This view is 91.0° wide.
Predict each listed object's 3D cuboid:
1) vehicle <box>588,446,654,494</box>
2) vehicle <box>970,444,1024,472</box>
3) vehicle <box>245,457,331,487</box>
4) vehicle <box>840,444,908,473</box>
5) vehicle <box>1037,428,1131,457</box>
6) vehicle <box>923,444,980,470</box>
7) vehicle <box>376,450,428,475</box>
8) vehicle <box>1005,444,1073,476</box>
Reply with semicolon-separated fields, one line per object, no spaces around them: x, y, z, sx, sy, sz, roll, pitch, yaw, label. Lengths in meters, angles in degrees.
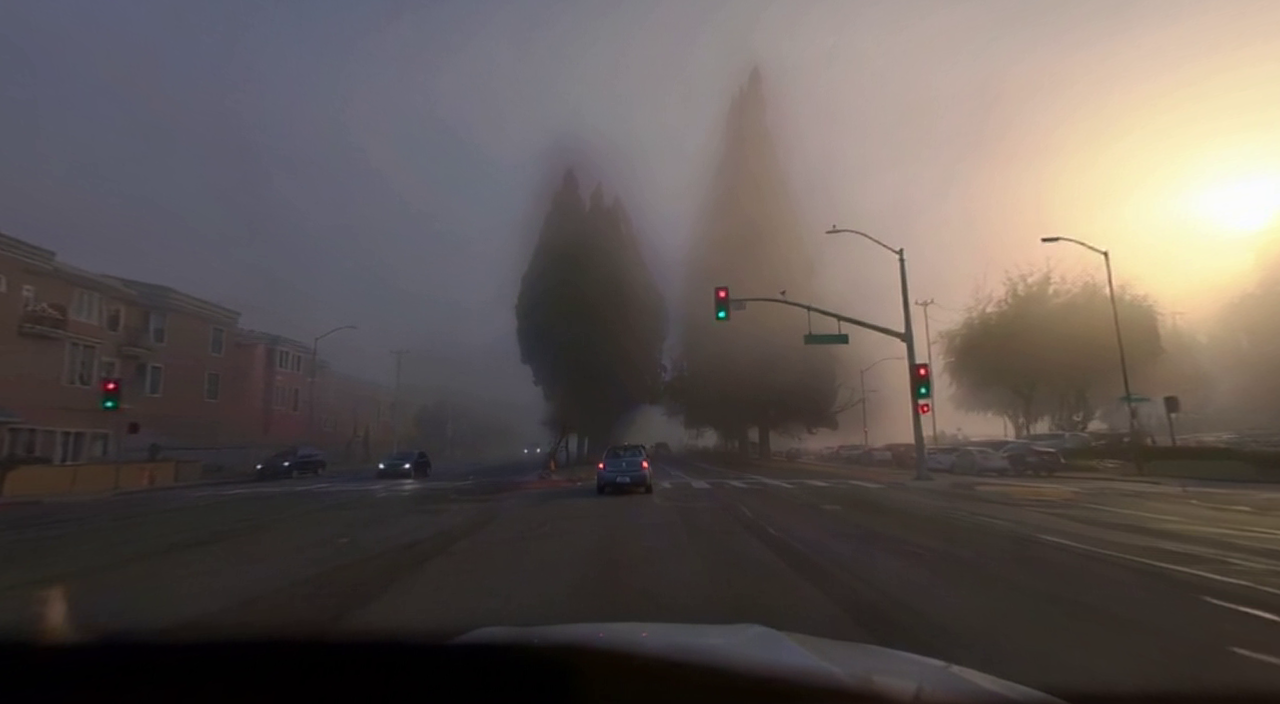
-0.599;3.893;21.218;2.010;1.447;4.121;0;-9;0;vehicle
19.862;5.862;34.950;1.717;1.444;3.788;-8;-11;41;vehicle
-19.489;6.622;35.120;2.018;1.468;4.768;0;-9;0;vehicle
12.709;5.798;34.503;1.849;1.429;4.335;0;-9;-3;vehicle
31.087;6.391;44.158;5.079;1.893;2.254;2;-11;-9;vehicle
18.980;6.356;38.294;1.900;1.490;4.238;-8;-11;42;vehicle
-15.985;7.443;42.436;1.947;1.564;3.809;0;-9;0;vehicle
19.789;5.301;31.115;1.932;1.430;4.203;-8;-12;43;vehicle
